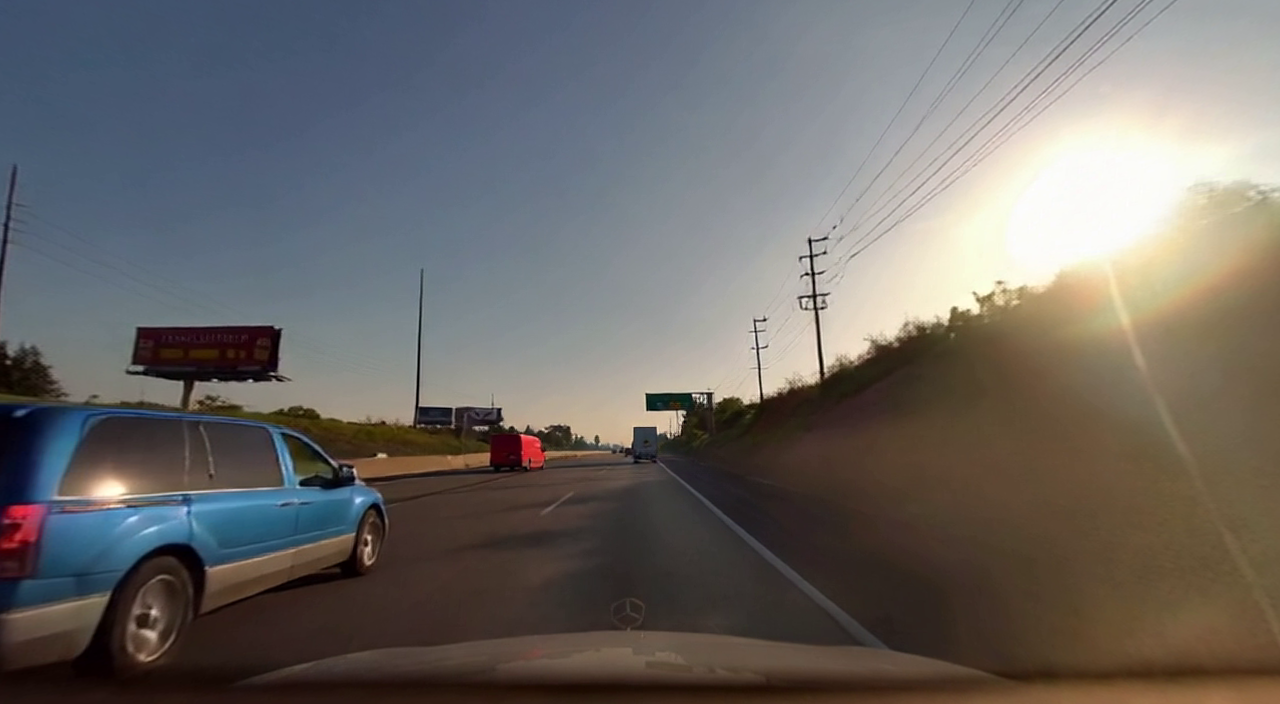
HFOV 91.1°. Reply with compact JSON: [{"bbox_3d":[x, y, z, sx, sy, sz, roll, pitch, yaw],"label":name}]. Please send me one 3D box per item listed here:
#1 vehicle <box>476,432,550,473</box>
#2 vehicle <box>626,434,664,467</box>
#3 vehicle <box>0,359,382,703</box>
[{"bbox_3d":[-7.032,5.708,35.754,2.695,2.084,6.836,0,-9,1],"label":"vehicle"},{"bbox_3d":[0.336,7.359,46.902,2.692,2.279,5.695,0,-9,0],"label":"vehicle"},{"bbox_3d":[-4.025,1.181,4.703,2.145,1.730,4.729,0,-9,0],"label":"vehicle"}]
